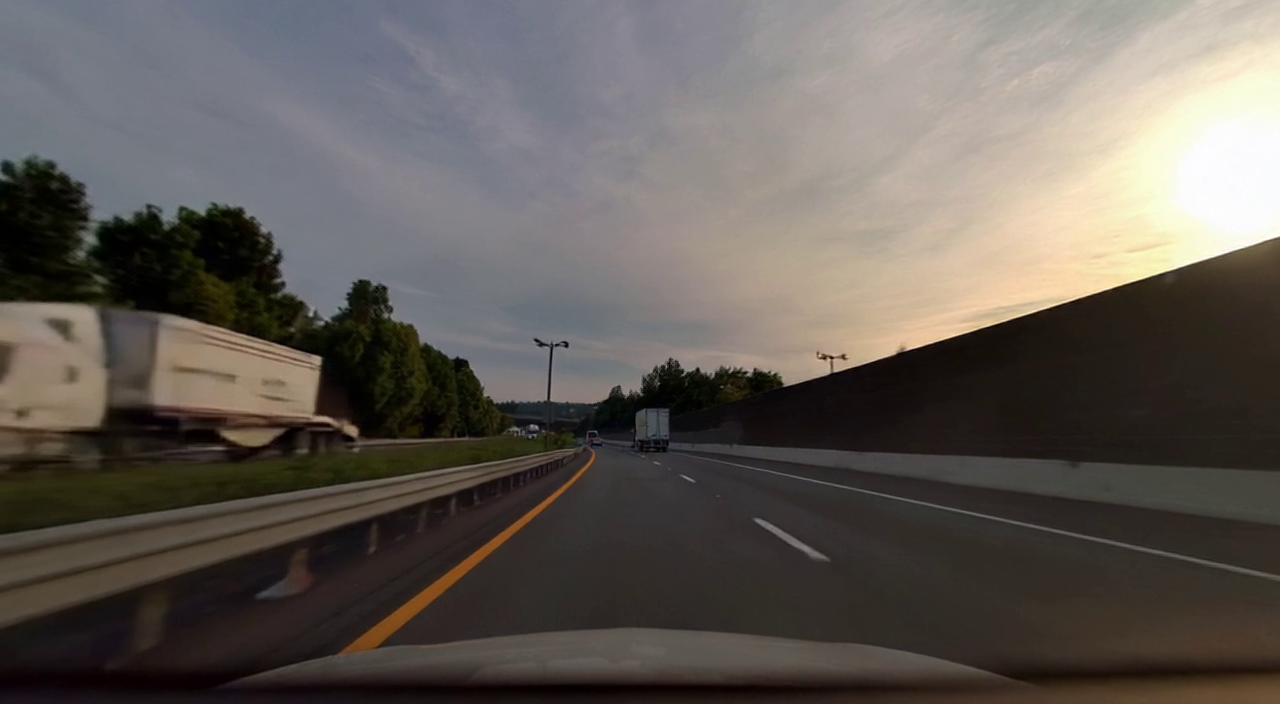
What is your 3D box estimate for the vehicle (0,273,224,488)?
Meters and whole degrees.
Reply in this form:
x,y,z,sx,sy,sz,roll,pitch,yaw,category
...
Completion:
x,y,z,sx,sy,sz,roll,pitch,yaw,category
-12.823,0.878,14.004,2.962,3.832,5.796,0,-8,0,vehicle
